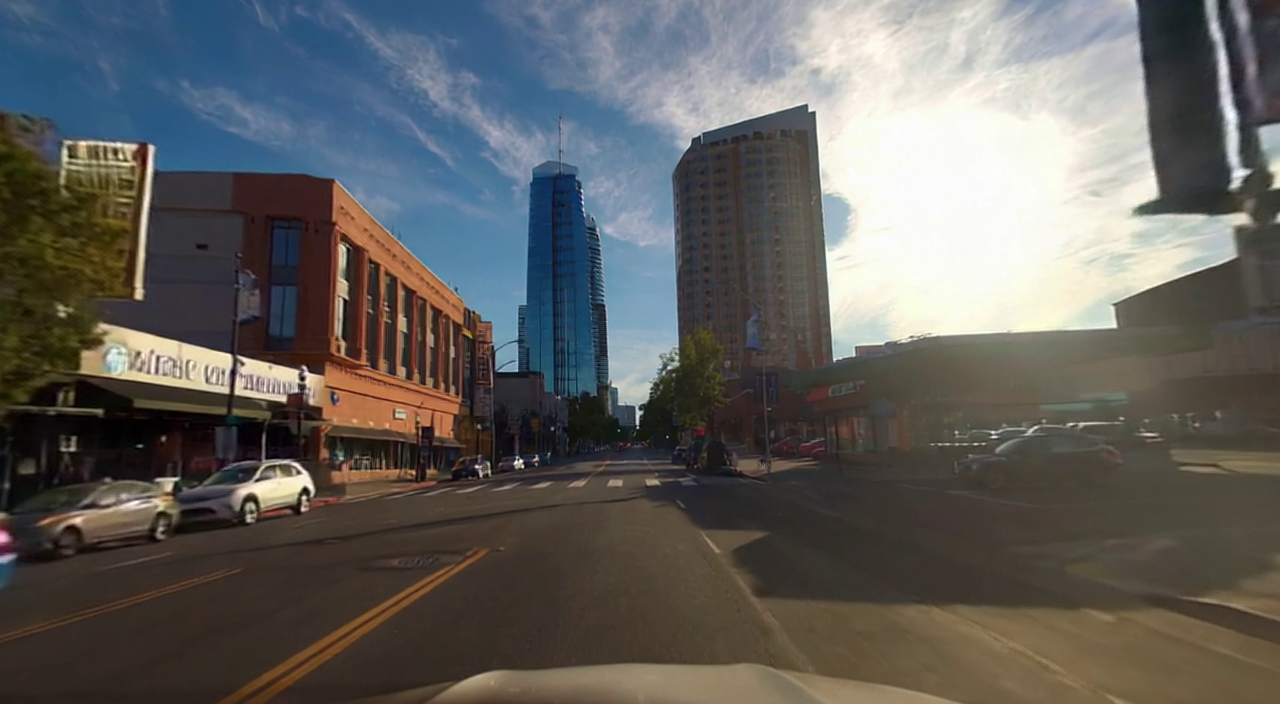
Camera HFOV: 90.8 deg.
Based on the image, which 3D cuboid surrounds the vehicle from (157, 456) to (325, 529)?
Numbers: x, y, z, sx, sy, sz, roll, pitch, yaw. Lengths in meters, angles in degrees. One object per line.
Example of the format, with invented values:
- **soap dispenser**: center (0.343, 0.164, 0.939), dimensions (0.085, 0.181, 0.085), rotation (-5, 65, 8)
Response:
- **vehicle**: center (-11.008, 3.848, 17.864), dimensions (1.943, 1.713, 4.153), rotation (-1, -8, 2)

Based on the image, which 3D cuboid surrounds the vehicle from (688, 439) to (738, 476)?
- **vehicle**: center (3.706, 5.434, 32.892), dimensions (2.118, 1.779, 5.121), rotation (-1, -8, 2)

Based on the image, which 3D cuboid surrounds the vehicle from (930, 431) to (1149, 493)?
- **vehicle**: center (10.679, 2.945, 17.140), dimensions (4.611, 1.494, 1.982), rotation (0, -8, -4)

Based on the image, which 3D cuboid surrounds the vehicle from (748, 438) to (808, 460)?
- **vehicle**: center (10.301, 7.253, 47.275), dimensions (4.018, 1.645, 1.875), rotation (0, -8, -3)

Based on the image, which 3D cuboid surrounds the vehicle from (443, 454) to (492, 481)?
- **vehicle**: center (-11.118, 7.464, 41.041), dimensions (2.018, 1.553, 4.407), rotation (0, -8, -1)

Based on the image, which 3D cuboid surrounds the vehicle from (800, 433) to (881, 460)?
- **vehicle**: center (13.457, 6.346, 42.572), dimensions (4.732, 1.746, 2.141), rotation (0, -8, 0)

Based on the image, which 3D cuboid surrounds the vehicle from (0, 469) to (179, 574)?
- **vehicle**: center (-11.075, 3.197, 12.346), dimensions (1.586, 1.397, 3.473), rotation (-3, -5, 0)

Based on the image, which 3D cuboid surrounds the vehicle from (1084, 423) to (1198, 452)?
- **vehicle**: center (27.157, 4.649, 34.347), dimensions (4.472, 1.500, 1.837), rotation (-1, -8, 3)
